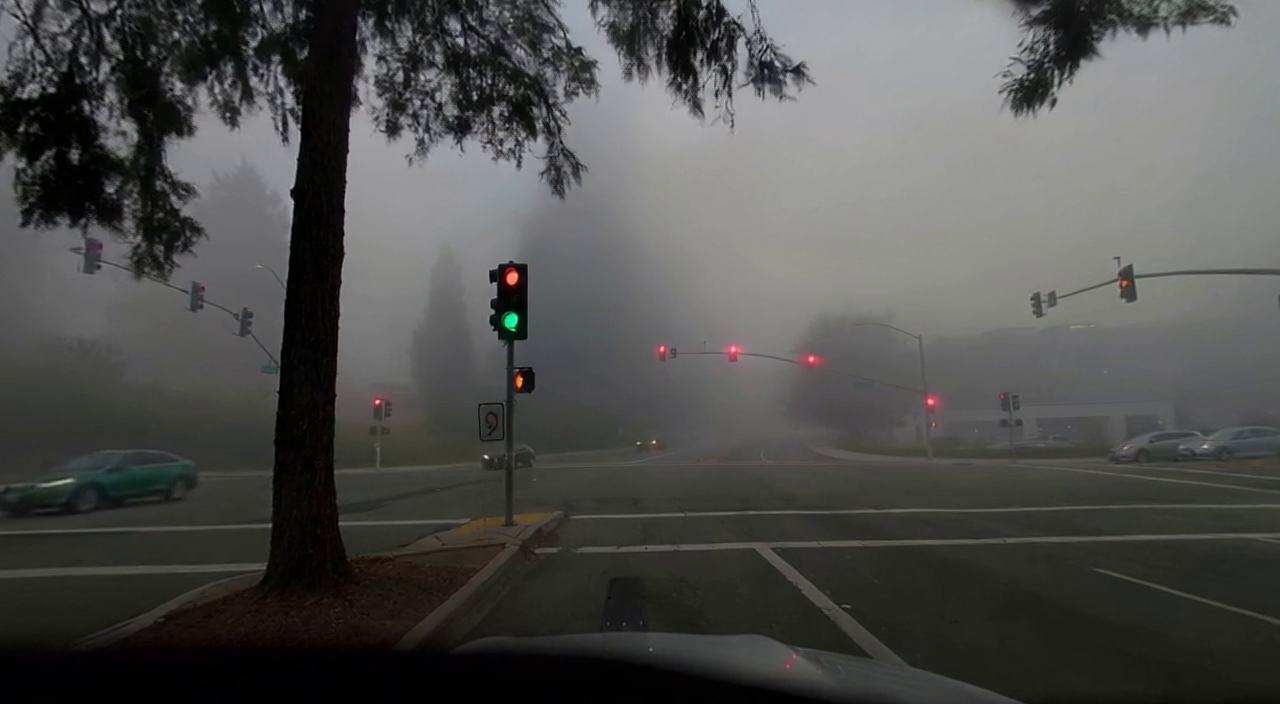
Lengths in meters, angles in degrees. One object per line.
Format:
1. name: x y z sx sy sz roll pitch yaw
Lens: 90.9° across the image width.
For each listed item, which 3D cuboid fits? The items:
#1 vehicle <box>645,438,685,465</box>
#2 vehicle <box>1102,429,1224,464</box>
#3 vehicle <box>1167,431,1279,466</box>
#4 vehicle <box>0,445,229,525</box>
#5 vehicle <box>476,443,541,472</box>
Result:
1. vehicle: 1.761 6.775 43.257 2.197 1.739 4.177 -2 -8 10
2. vehicle: 25.936 4.683 31.359 4.441 1.674 2.035 1 -8 -8
3. vehicle: 26.311 4.237 27.877 4.644 1.470 1.922 1 -8 -10
4. vehicle: -12.346 2.932 14.701 2.046 1.515 4.852 -1 -8 4
5. vehicle: -7.059 5.731 34.502 2.002 1.483 4.696 -1 -8 8
